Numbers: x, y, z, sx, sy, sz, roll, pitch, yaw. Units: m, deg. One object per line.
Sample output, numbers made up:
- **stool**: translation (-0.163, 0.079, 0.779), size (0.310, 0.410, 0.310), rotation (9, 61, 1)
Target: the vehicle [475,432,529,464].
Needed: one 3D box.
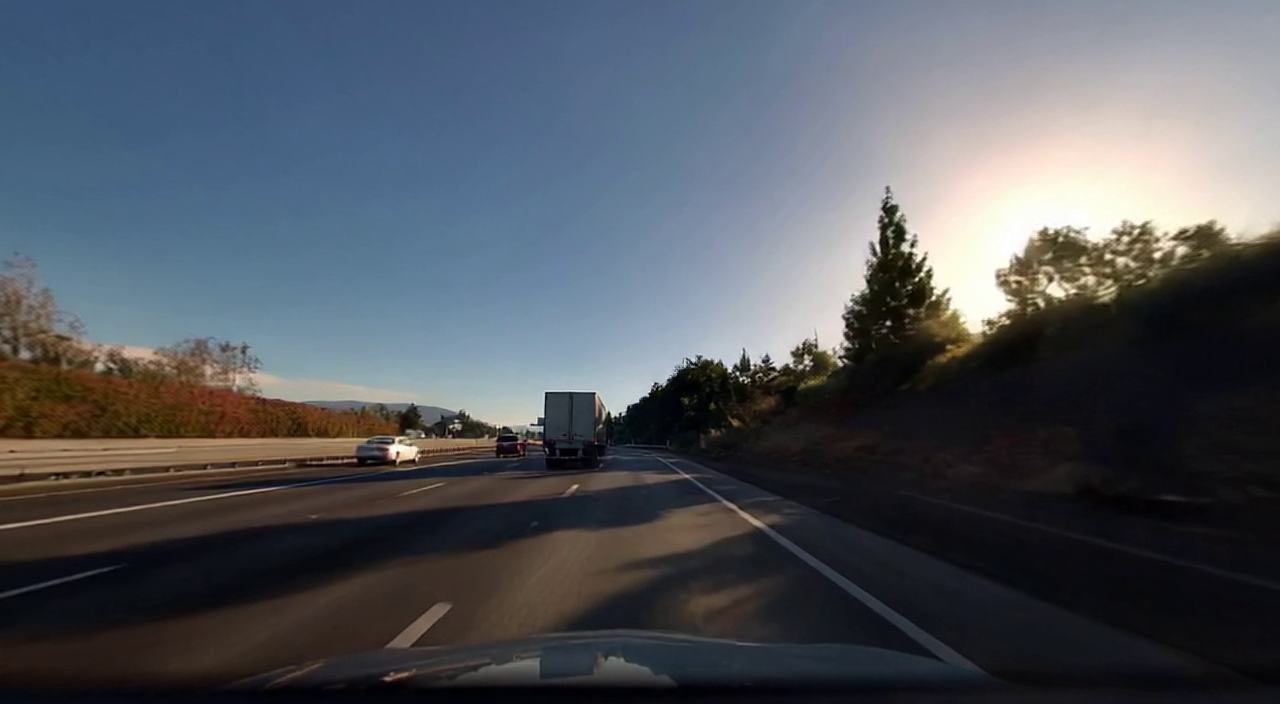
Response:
- **vehicle**: translation (-7.844, 5.472, 36.121), size (2.075, 1.691, 4.431), rotation (0, -8, 0)

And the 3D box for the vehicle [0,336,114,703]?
- **vehicle**: translation (-3.709, 0.528, 0.925), size (2.091, 1.637, 4.346), rotation (0, -8, 0)

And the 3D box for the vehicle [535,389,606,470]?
- **vehicle**: translation (-3.813, 4.722, 37.582), size (3.002, 3.987, 12.477), rotation (1, -8, -1)

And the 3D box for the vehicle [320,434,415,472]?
- **vehicle**: translation (-11.416, 4.215, 26.712), size (1.959, 1.460, 4.661), rotation (0, -8, 0)
